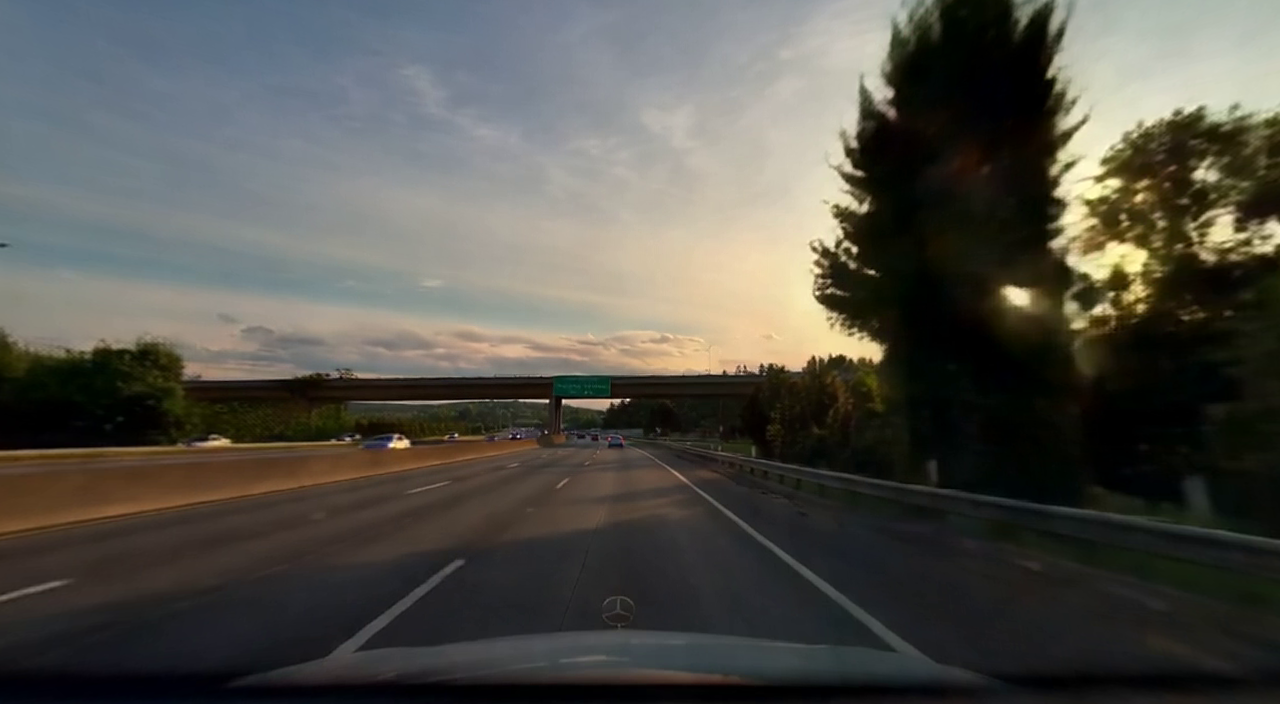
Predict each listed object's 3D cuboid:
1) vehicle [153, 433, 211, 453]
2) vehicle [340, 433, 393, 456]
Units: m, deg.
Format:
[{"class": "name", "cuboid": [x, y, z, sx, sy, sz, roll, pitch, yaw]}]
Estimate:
[{"class": "vehicle", "cuboid": [-34.594, 6.896, 47.578, 1.673, 1.422, 3.610, 0, -8, -2]}, {"class": "vehicle", "cuboid": [-19.207, 6.502, 44.354, 1.888, 1.487, 4.438, 0, -8, -2]}]
